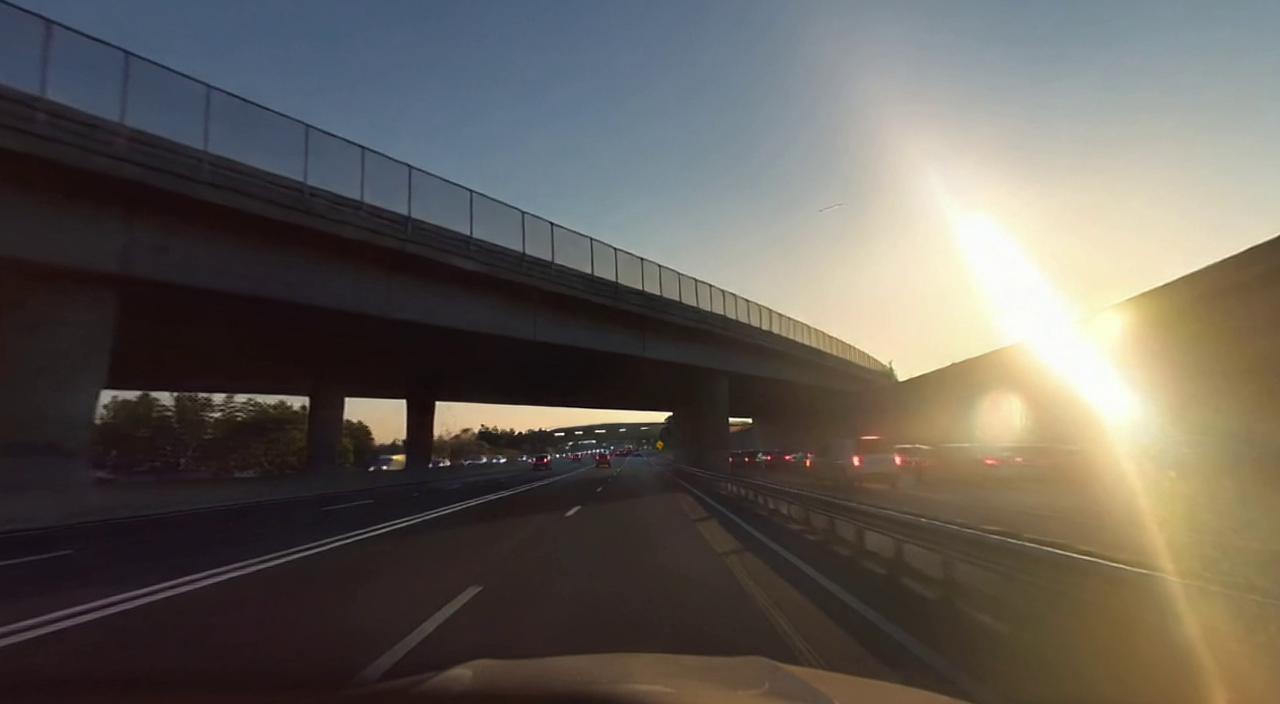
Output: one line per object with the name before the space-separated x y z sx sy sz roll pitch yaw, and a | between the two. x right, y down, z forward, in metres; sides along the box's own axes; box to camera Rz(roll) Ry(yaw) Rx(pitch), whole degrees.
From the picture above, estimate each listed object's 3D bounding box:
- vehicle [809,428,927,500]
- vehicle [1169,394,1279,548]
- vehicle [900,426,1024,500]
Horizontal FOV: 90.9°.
vehicle | 12.787 6.412 36.799 2.941 3.578 10.624 0 -9 0
vehicle | 15.889 2.423 12.524 2.635 3.459 9.104 0 -9 -1
vehicle | 18.374 6.375 36.875 2.698 3.744 8.974 0 -9 2
